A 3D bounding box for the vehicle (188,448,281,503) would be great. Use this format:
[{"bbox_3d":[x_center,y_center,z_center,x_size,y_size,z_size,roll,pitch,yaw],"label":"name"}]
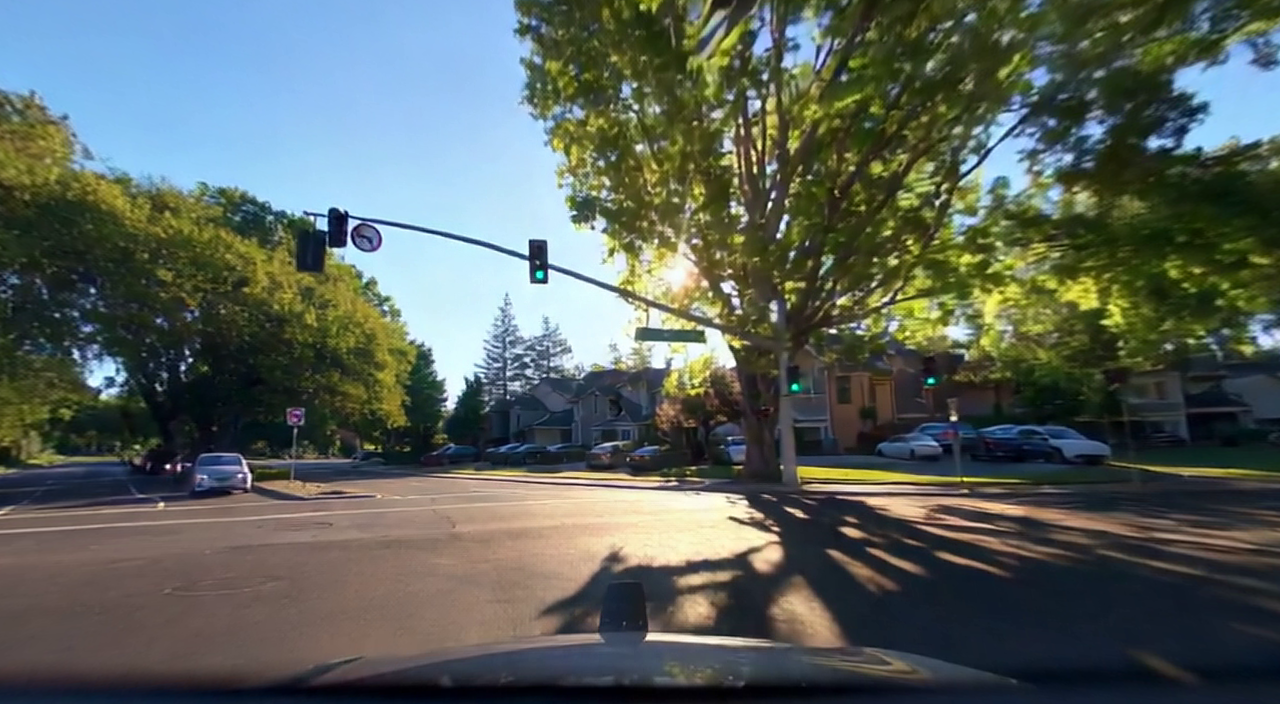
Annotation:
[{"bbox_3d":[-13.170,3.883,20.256,1.912,1.464,4.652,6,-10,-39],"label":"vehicle"}]
